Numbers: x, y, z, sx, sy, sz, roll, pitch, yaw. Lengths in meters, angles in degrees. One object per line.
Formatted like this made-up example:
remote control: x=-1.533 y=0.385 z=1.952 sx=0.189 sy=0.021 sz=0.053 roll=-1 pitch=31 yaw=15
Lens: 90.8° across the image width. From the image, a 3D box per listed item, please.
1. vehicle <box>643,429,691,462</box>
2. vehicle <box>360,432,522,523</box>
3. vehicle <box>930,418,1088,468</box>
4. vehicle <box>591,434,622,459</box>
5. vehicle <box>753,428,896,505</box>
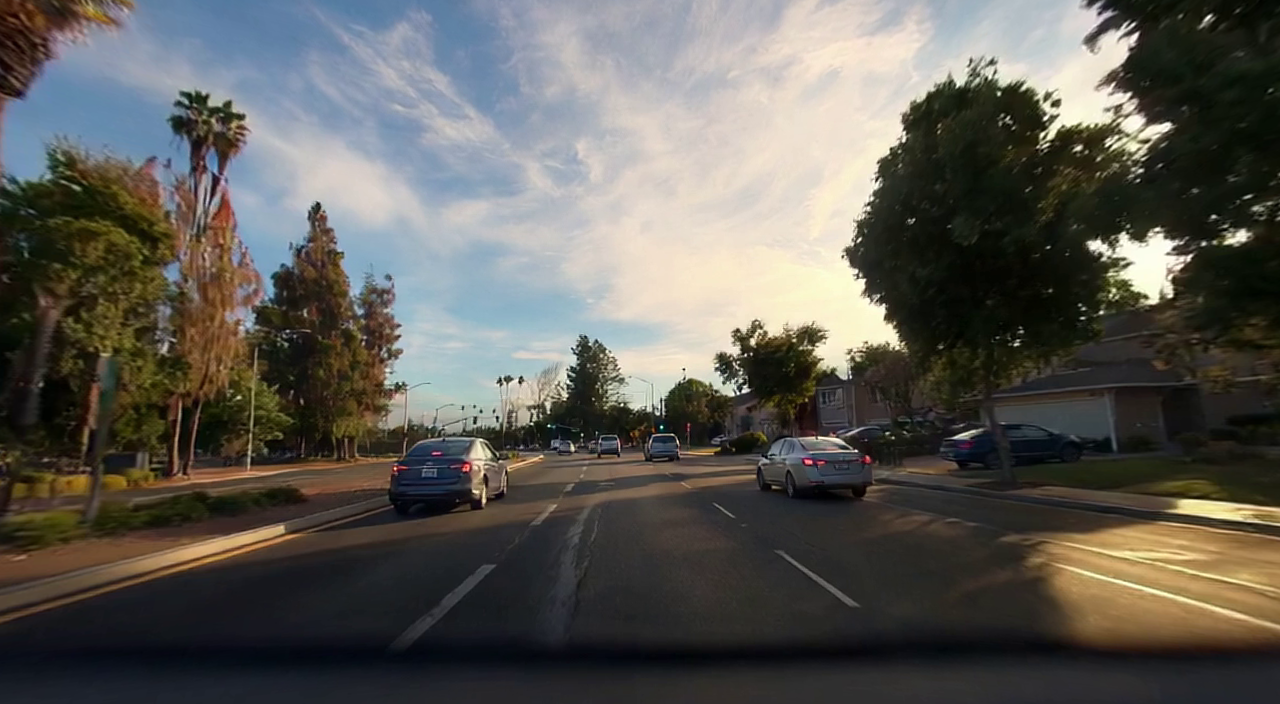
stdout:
vehicle: x=1.620 y=6.000 z=40.524 sx=2.391 sy=1.960 sz=5.600 roll=1 pitch=-8 yaw=-5
vehicle: x=-3.670 y=2.370 z=12.549 sx=1.924 sy=1.473 sz=4.200 roll=0 pitch=-8 yaw=-1
vehicle: x=13.028 y=3.223 z=22.518 sx=4.408 sy=1.673 sz=1.969 roll=0 pitch=-8 yaw=-4
vehicle: x=-2.652 y=7.321 z=48.975 sx=2.164 sy=1.867 sz=4.254 roll=1 pitch=-8 yaw=-5
vehicle: x=3.980 y=2.541 z=14.442 sx=1.870 sy=1.491 sz=4.009 roll=0 pitch=-8 yaw=-3
